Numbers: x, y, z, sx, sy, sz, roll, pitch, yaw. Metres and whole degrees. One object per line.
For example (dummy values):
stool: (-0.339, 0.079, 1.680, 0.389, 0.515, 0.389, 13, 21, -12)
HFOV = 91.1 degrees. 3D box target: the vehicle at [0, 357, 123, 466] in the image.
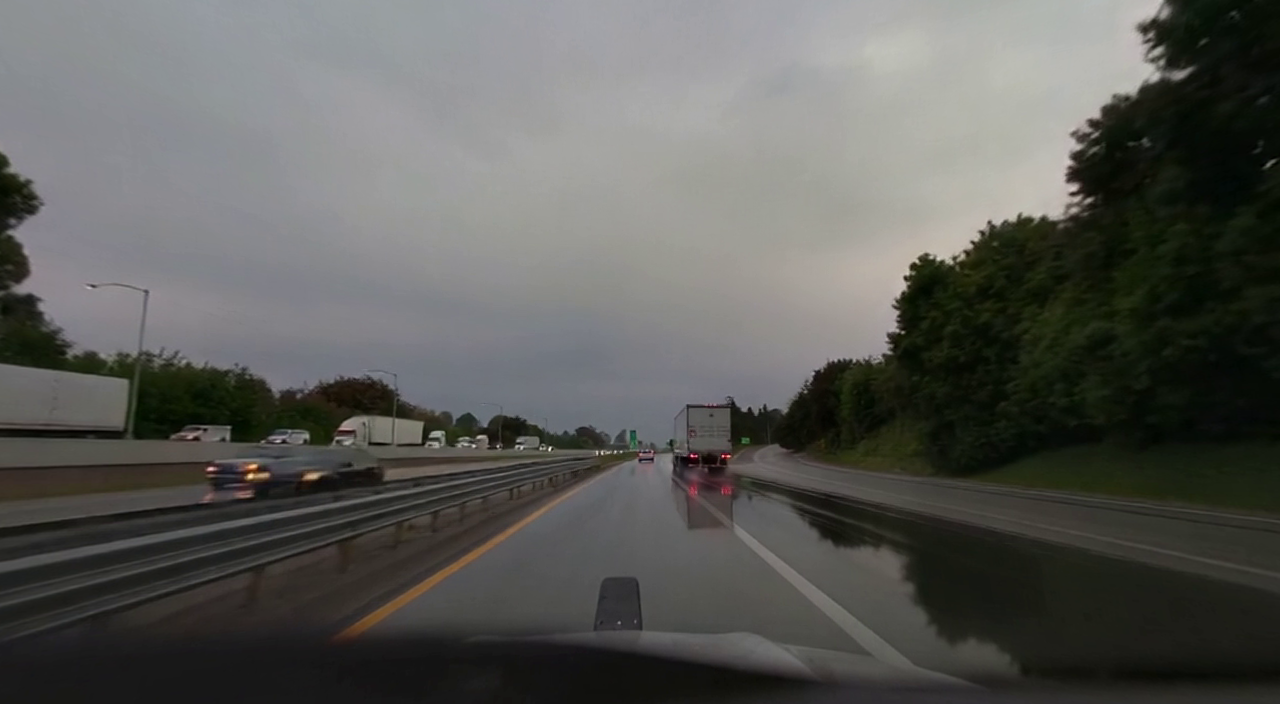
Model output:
vehicle: (-26.128, 2.052, 22.649, 2.942, 4.127, 14.124, 0, -9, 0)

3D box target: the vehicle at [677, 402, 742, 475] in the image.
vehicle: (4.356, 5.921, 42.414, 3.185, 4.154, 12.638, -1, -9, 1)

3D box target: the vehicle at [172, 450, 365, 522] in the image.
vehicle: (-8.610, 3.102, 15.167, 1.867, 1.438, 4.553, 0, -9, 0)
